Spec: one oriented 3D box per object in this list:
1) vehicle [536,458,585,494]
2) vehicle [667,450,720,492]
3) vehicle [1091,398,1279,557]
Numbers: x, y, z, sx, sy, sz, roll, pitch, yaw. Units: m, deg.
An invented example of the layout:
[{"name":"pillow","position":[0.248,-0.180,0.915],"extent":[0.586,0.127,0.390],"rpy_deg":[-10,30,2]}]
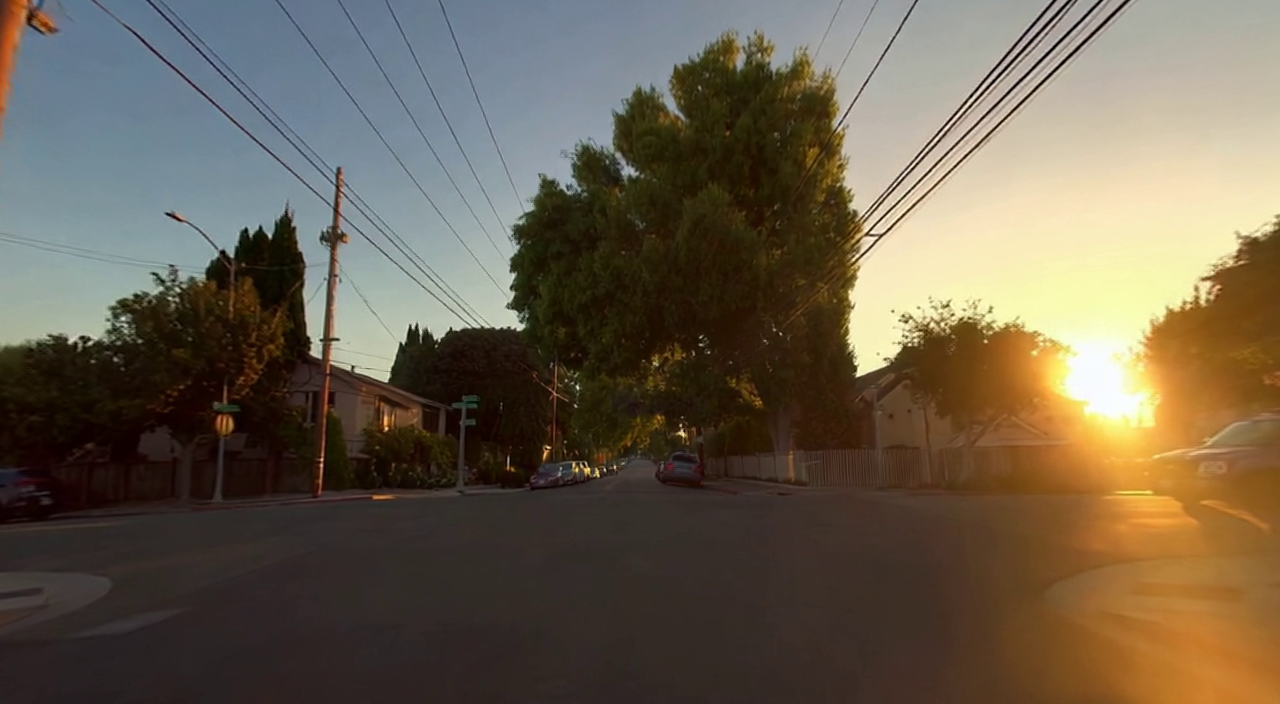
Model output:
[{"name":"vehicle","position":[-4.298,6.796,34.987],"extent":[2.189,1.771,4.571],"rpy_deg":[0,-9,-1]},{"name":"vehicle","position":[2.571,5.850,31.443],"extent":[2.051,1.874,4.459],"rpy_deg":[0,-8,-3]},{"name":"vehicle","position":[9.678,1.690,8.947],"extent":[4.677,1.949,2.334],"rpy_deg":[-1,-8,3]}]
